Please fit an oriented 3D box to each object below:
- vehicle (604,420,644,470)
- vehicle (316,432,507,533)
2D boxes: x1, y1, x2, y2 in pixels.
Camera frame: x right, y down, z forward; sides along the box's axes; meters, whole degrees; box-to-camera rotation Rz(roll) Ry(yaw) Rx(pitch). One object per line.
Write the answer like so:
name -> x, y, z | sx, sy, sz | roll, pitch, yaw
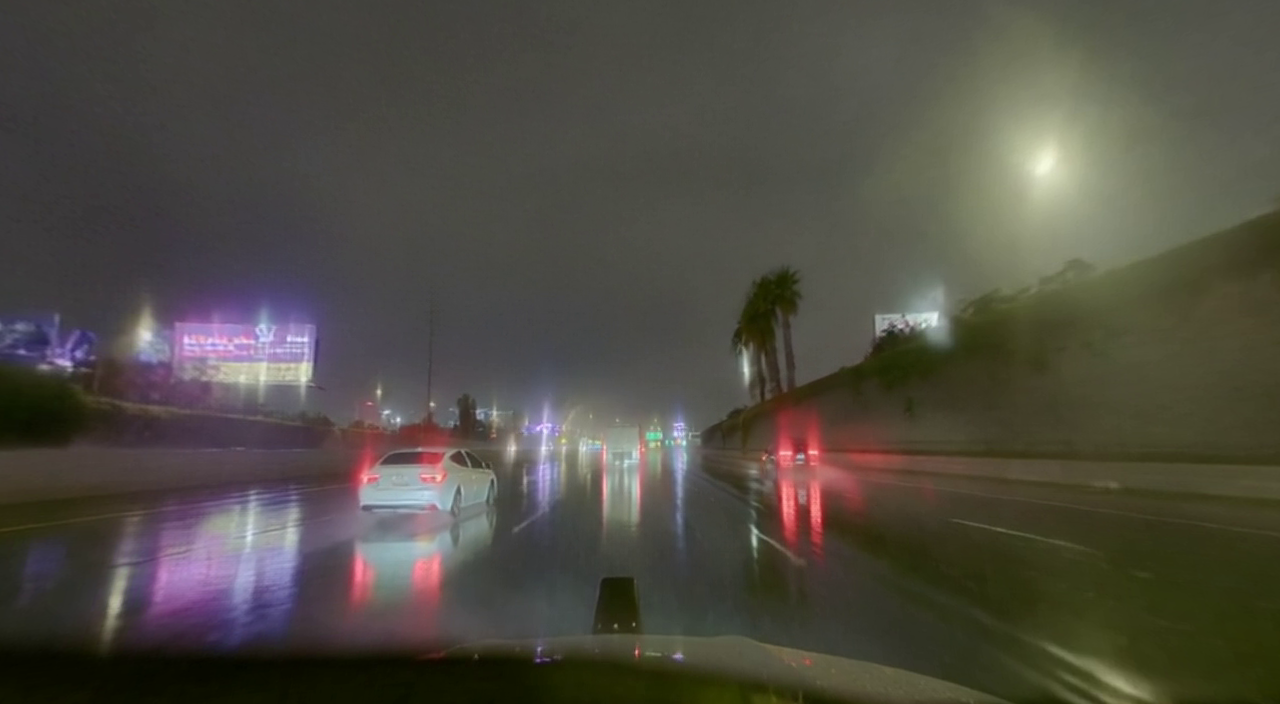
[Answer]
vehicle -> -1.033, 5.958, 40.432 | 2.364, 2.953, 6.495 | 0, -8, -2
vehicle -> -4.179, 2.457, 12.598 | 2.021, 1.598, 4.887 | 0, -8, -1
